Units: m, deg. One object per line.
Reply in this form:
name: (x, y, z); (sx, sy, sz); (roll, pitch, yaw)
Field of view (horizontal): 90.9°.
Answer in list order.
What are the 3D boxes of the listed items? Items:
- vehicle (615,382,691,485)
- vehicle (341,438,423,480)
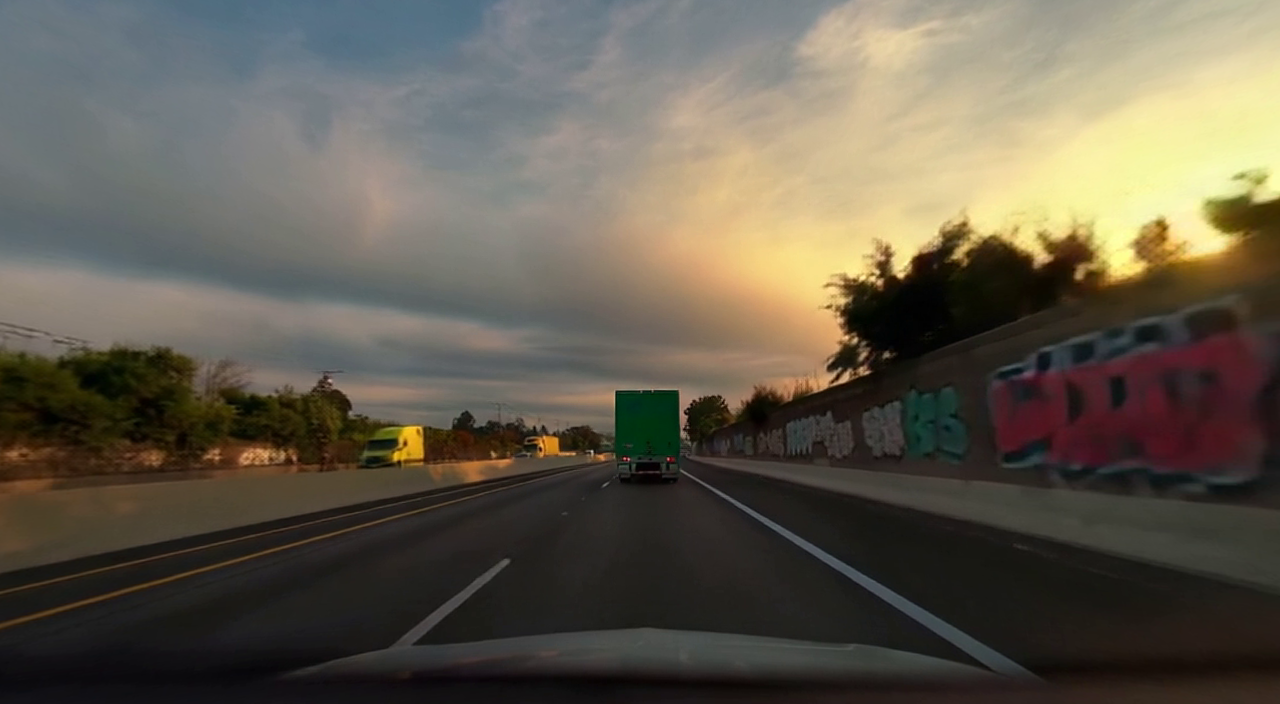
vehicle: (0.389, 3.942, 29.462); (2.900, 3.955, 10.151); (0, -9, -1)
vehicle: (-16.512, 6.867, 40.816); (2.427, 2.440, 6.745); (0, -9, 0)
